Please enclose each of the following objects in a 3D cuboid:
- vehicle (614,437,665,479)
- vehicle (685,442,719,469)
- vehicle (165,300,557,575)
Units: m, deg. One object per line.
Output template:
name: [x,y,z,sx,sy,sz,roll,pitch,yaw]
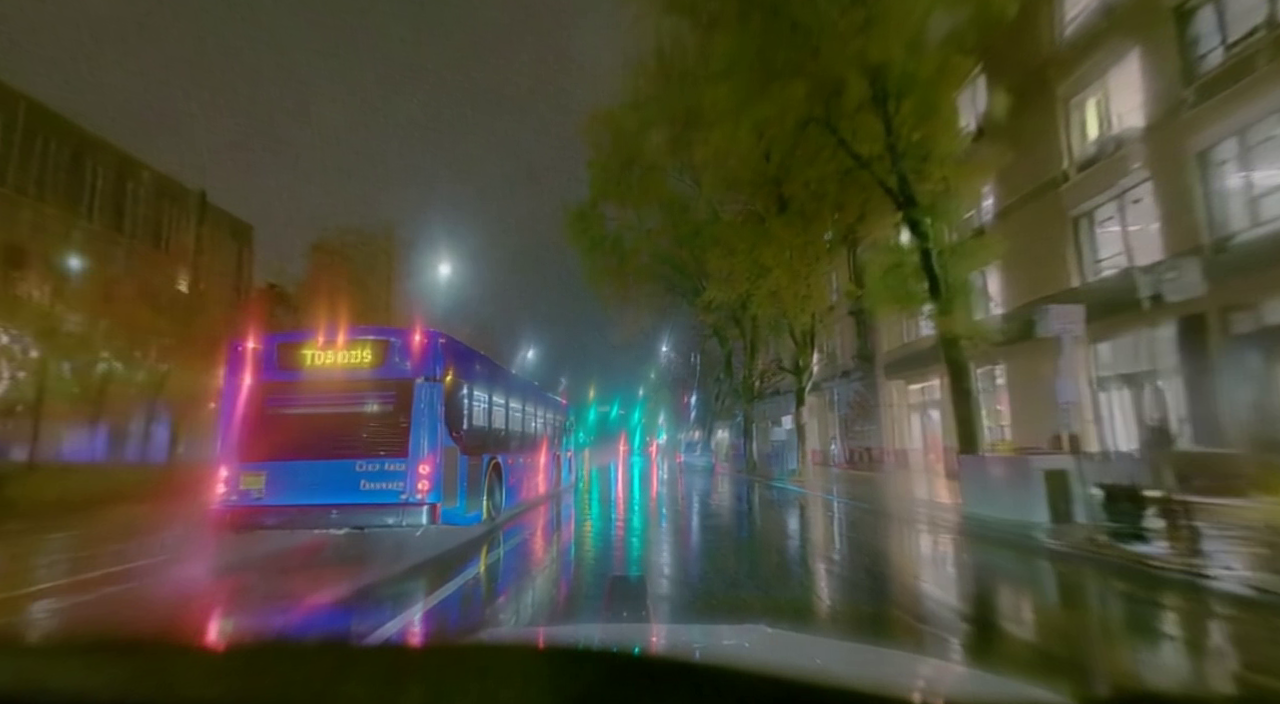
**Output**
vehicle: [0.001,4.646,27.899,2.120,1.727,3.917,0,-8,1]
vehicle: [4.374,7.401,45.284,2.138,1.787,4.522,-1,-8,2]
vehicle: [-3.496,1.319,11.003,2.920,2.884,8.588,1,-6,0]
